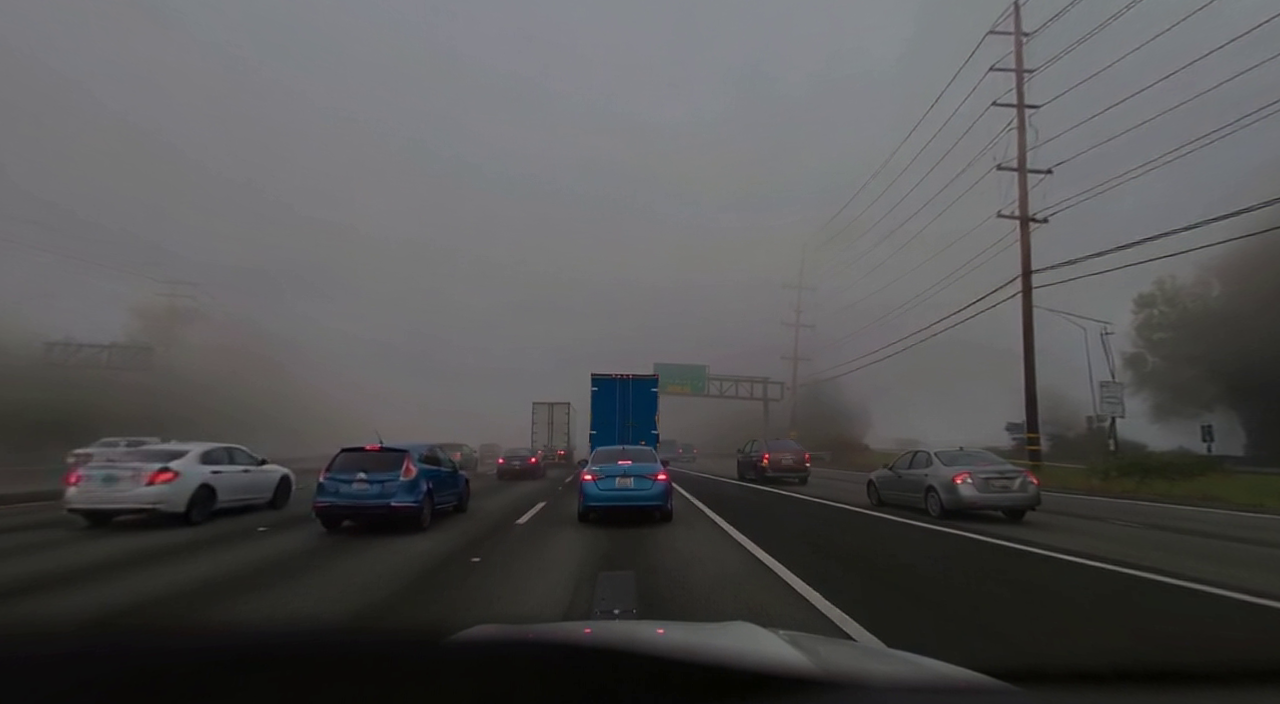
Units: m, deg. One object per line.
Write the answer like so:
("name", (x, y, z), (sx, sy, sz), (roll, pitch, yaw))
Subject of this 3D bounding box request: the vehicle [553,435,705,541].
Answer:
("vehicle", (-0.270, 2.204, 10.871), (2.112, 1.463, 4.012), (0, -9, -4))

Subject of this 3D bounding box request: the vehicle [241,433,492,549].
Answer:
("vehicle", (-4.066, 2.155, 10.628), (1.960, 1.450, 5.246), (0, -9, -1))

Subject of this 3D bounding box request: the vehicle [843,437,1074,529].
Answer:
("vehicle", (5.660, 2.358, 11.967), (1.878, 1.406, 4.164), (1, -9, -6))

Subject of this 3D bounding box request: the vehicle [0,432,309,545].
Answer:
("vehicle", (-7.927, 2.185, 10.867), (1.988, 1.472, 4.852), (0, -9, -2))

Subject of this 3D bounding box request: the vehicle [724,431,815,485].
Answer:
("vehicle", (4.403, 3.686, 22.175), (2.023, 1.676, 4.002), (1, -9, -6))

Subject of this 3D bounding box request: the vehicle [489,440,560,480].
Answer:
("vehicle", (-4.511, 4.313, 25.496), (2.090, 1.463, 4.968), (0, -9, -2))
